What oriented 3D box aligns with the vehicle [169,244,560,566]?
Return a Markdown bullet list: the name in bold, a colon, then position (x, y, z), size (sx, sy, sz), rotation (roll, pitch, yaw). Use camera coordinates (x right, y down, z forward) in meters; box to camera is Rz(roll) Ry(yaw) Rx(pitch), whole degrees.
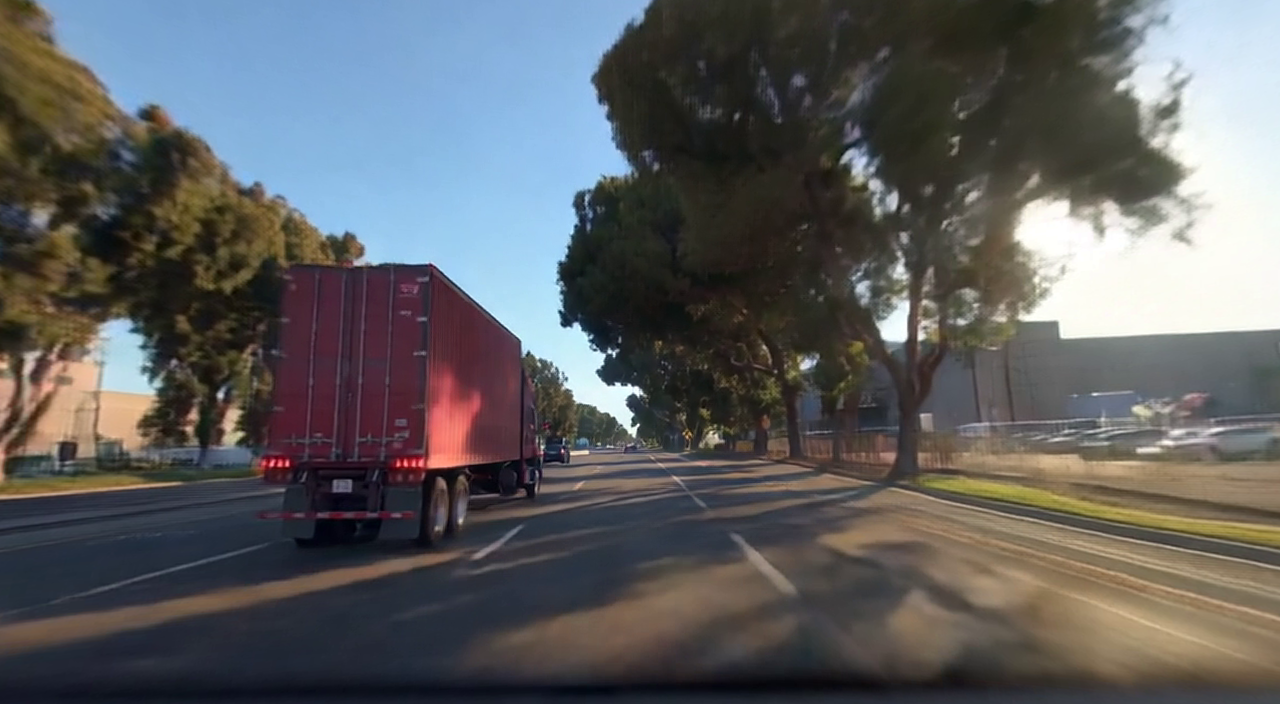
- **vehicle**: position (-3.386, 1.106, 10.861), size (2.910, 3.419, 8.376), rotation (0, -8, 0)
